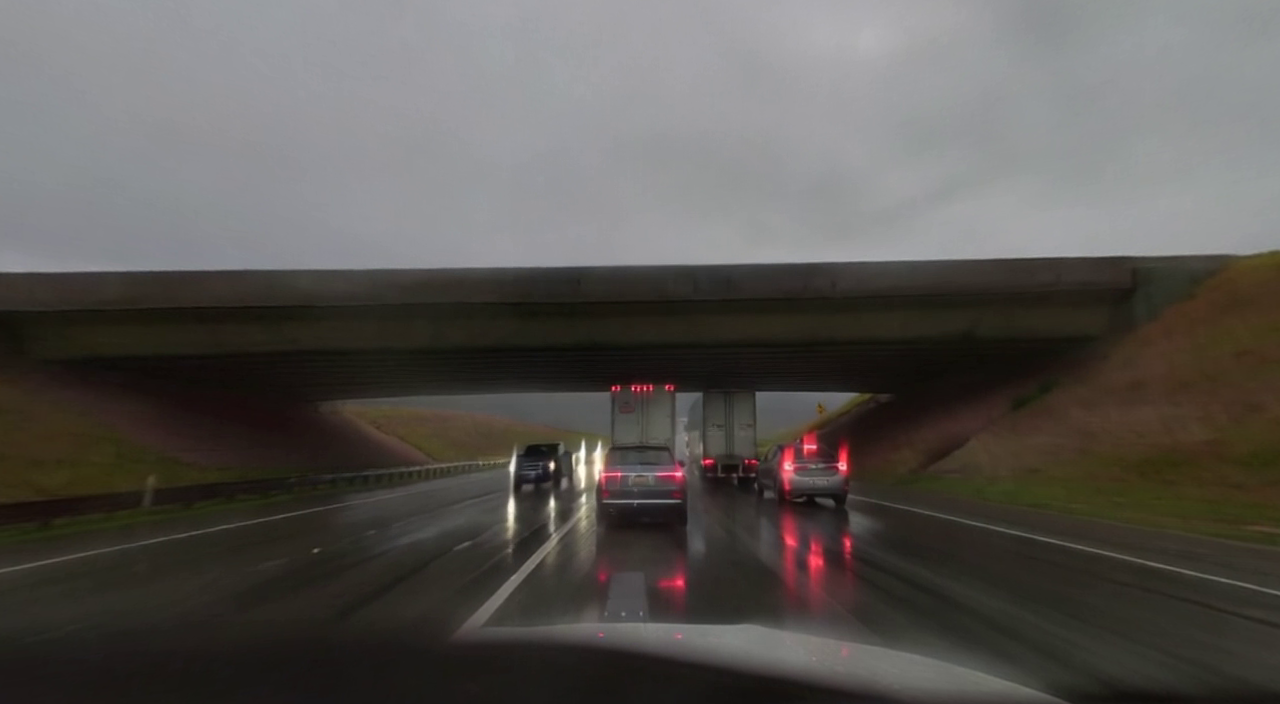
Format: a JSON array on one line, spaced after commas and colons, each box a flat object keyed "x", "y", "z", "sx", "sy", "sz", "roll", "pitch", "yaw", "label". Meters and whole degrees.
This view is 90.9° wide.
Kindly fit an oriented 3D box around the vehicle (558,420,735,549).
[{"x": 0.105, "y": 2.018, "z": 10.162, "sx": 2.256, "sy": 1.615, "sz": 4.114, "roll": -1, "pitch": -9, "yaw": 1, "label": "vehicle"}]

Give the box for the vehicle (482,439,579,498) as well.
[{"x": -3.192, "y": 3.522, "z": 19.420, "sx": 2.122, "sy": 1.569, "sz": 4.294, "roll": -1, "pitch": -9, "yaw": 2, "label": "vehicle"}]

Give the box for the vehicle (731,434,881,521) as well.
[{"x": 3.220, "y": 2.525, "z": 13.128, "sx": 1.972, "sy": 1.505, "sz": 3.946, "roll": -1, "pitch": -9, "yaw": -1, "label": "vehicle"}]
